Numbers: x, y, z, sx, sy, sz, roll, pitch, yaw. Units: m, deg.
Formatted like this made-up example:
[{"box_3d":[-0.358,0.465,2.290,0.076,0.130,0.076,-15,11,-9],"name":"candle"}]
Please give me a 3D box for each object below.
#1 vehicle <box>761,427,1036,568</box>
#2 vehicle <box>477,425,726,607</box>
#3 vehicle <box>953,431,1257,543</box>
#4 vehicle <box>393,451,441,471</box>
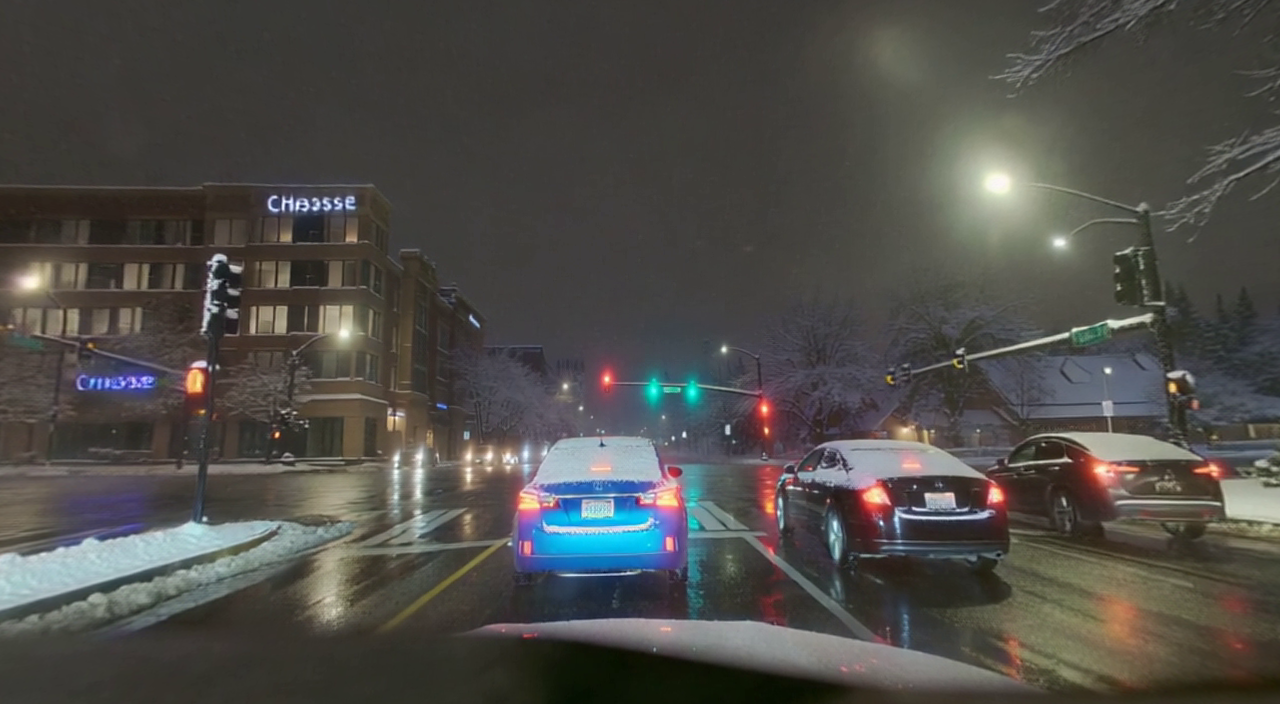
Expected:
[{"box_3d":[3.216,1.888,8.973,2.042,1.508,4.109,0,-8,-2],"name":"vehicle"},{"box_3d":[-0.367,1.654,7.292,2.059,1.477,3.988,0,-8,-1],"name":"vehicle"},{"box_3d":[7.446,2.164,10.788,1.908,1.517,4.182,0,-8,-1],"name":"vehicle"},{"box_3d":[-17.123,8.386,48.666,2.048,1.463,4.530,0,-8,-1],"name":"vehicle"}]
